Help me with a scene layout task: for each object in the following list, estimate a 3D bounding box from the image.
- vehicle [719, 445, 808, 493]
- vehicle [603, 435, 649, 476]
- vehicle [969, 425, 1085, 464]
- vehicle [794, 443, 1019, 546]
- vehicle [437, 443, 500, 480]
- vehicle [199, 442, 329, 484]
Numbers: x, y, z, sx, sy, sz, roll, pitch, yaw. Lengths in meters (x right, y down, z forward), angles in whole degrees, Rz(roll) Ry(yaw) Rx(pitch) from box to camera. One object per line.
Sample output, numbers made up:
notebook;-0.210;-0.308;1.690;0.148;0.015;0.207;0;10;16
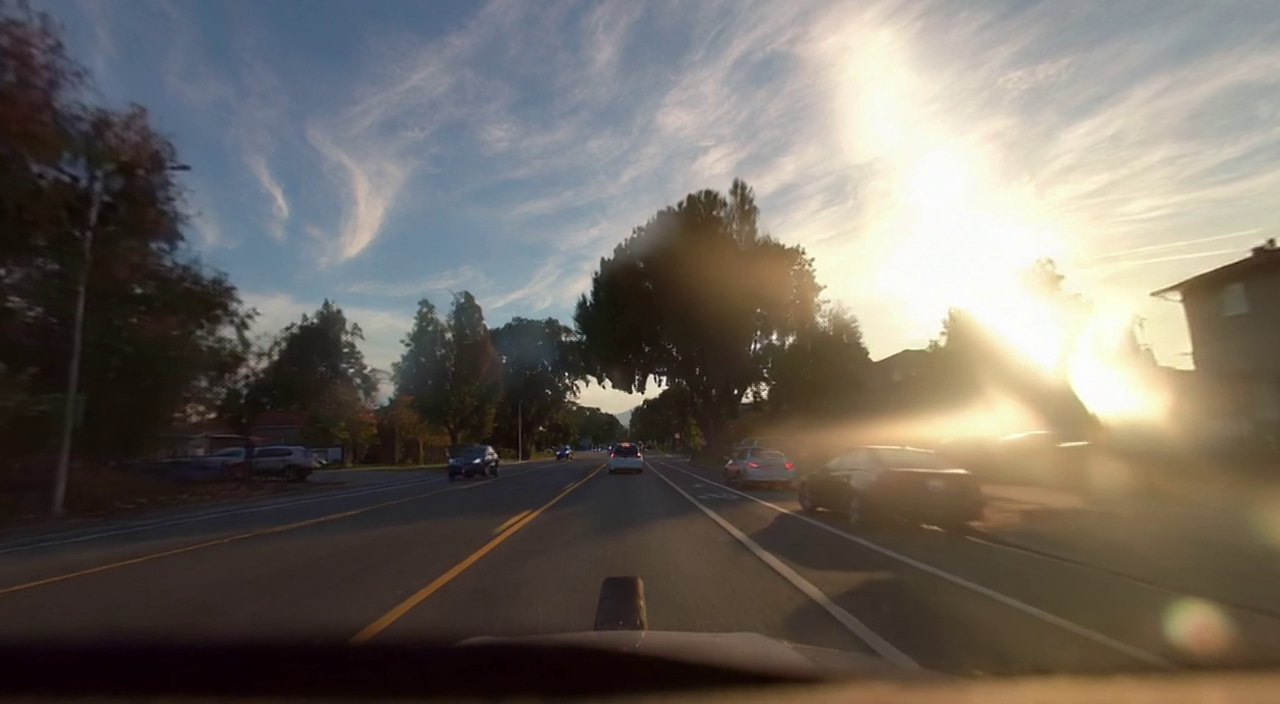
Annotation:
vehicle;4.212;4.074;22.484;2.001;1.480;5.022;0;-9;-2
vehicle;-0.700;5.269;32.425;2.153;1.942;4.767;0;-9;-1
vehicle;18.027;4.319;29.543;4.172;1.705;2.032;1;-9;-7
vehicle;4.472;2.439;11.608;1.963;1.469;4.709;0;-9;-2
vehicle;-8.863;5.676;33.059;1.999;1.806;4.479;0;-9;0
vehicle;-19.987;5.887;33.766;5.551;1.870;2.183;-2;-8;-2
